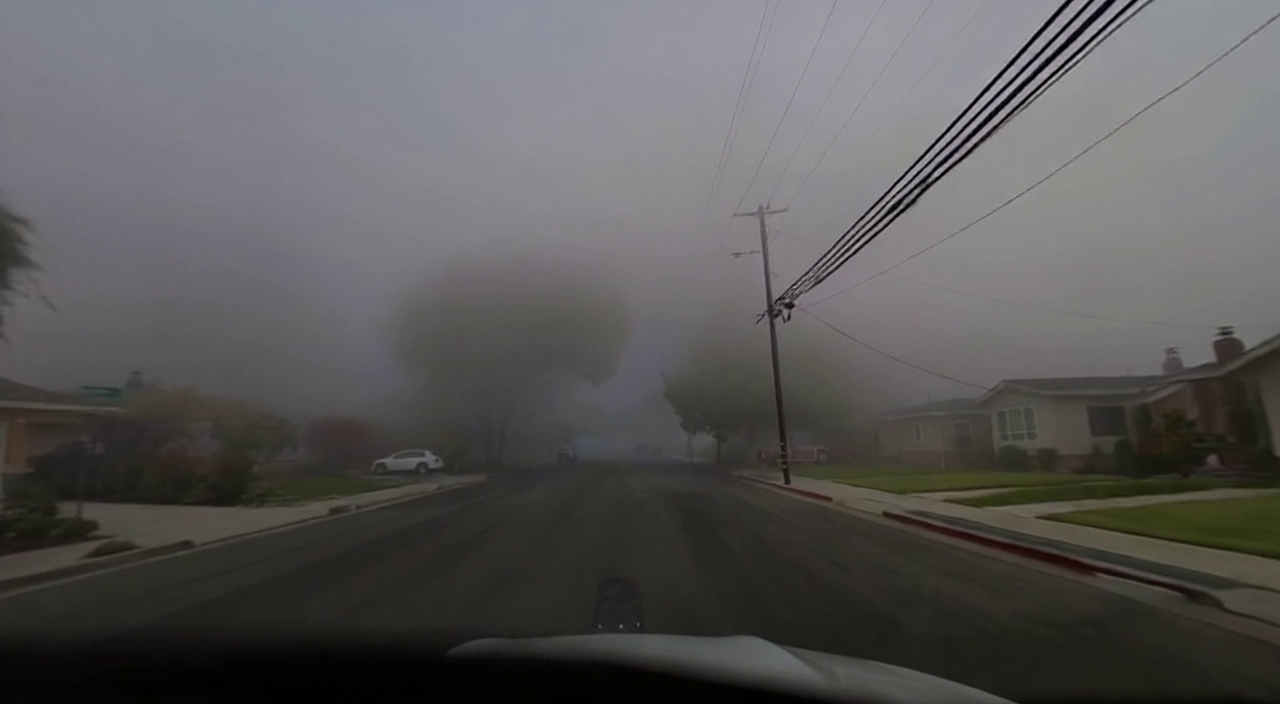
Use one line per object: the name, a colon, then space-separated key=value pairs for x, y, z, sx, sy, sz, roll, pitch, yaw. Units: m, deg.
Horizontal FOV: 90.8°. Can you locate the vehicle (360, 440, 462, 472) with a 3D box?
vehicle: x=-11.437 y=5.213 z=31.748 sx=4.371 sy=1.482 sz=1.954 roll=1 pitch=-8 yaw=-3

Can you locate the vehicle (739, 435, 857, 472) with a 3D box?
vehicle: x=8.684 y=5.644 z=35.289 sx=5.890 sy=1.896 sz=2.459 roll=-1 pitch=-8 yaw=0
